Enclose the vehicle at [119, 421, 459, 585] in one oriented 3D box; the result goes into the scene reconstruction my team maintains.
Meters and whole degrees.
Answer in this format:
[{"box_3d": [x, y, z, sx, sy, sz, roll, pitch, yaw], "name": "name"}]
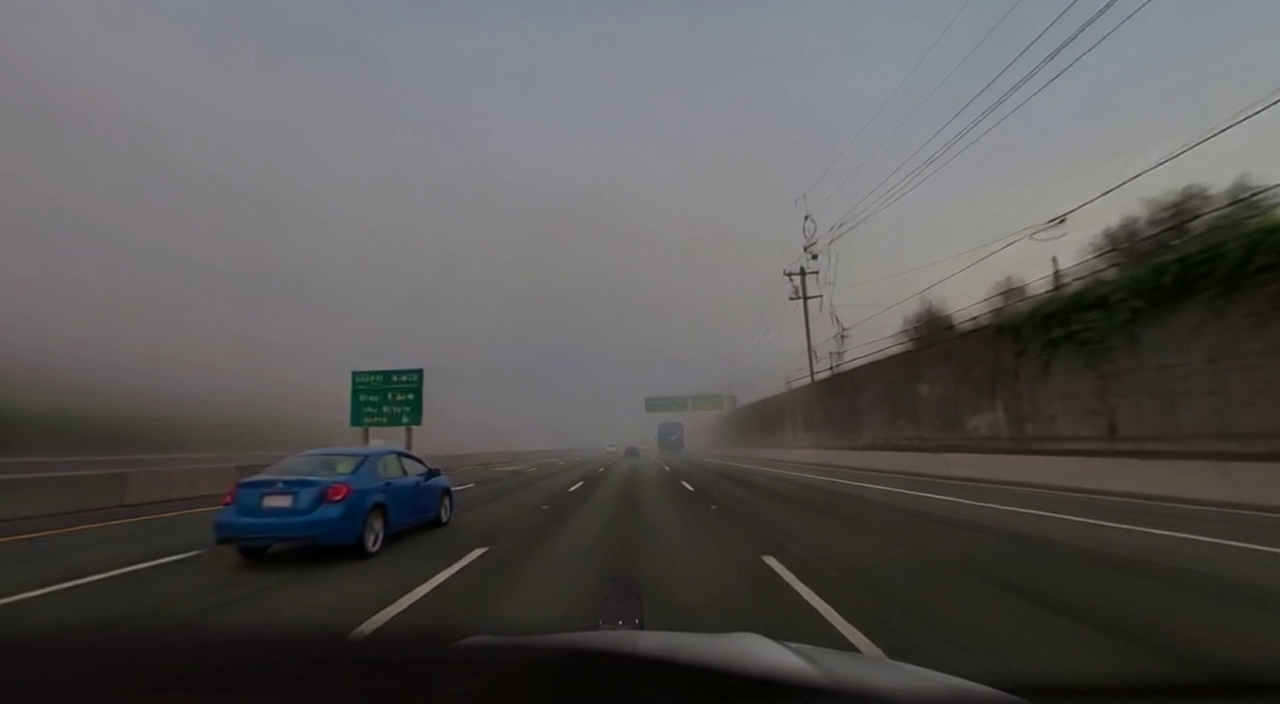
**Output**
[{"box_3d": [-3.978, 1.774, 8.217, 2.009, 1.533, 4.175, -1, -9, 0], "name": "vehicle"}]
